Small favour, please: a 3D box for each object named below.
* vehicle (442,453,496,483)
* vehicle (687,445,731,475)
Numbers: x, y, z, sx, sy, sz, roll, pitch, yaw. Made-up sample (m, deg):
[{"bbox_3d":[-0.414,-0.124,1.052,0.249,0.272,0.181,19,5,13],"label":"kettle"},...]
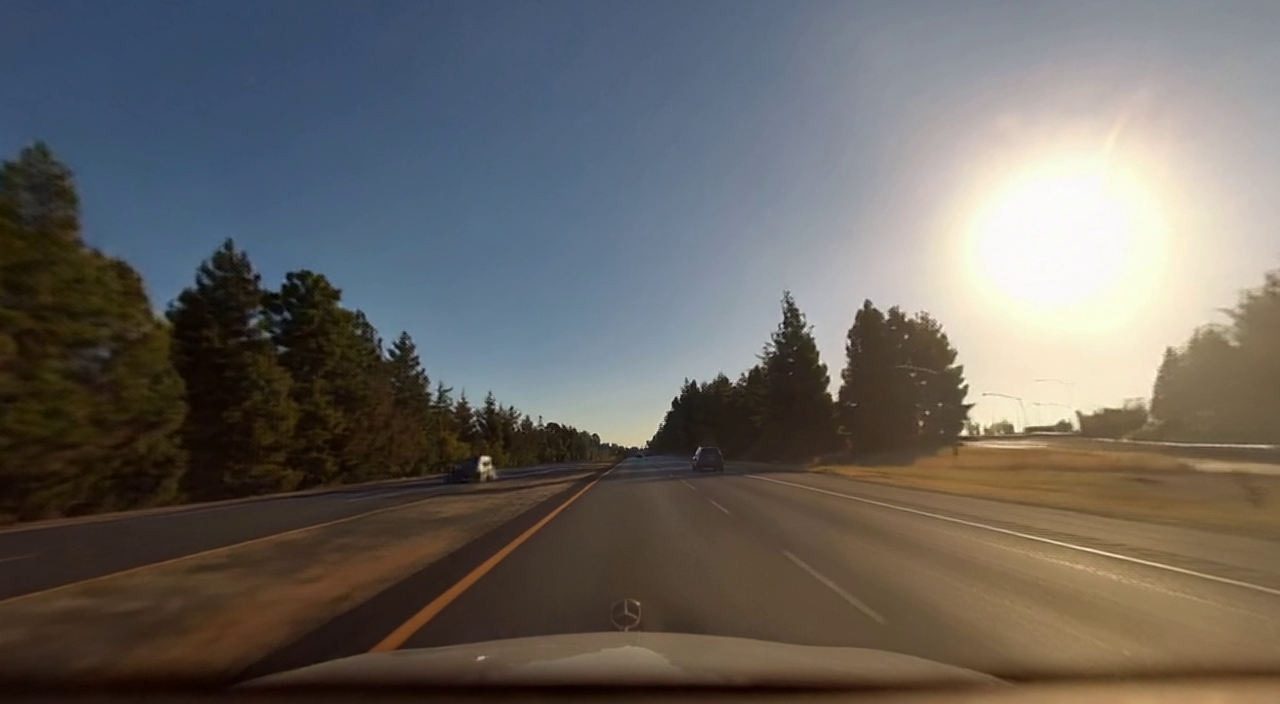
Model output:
[{"bbox_3d":[-9.894,6.693,36.774,1.887,1.603,4.509,0,-9,0],"label":"vehicle"},{"bbox_3d":[3.909,6.241,36.612,2.013,1.584,3.995,0,-9,-1],"label":"vehicle"}]
